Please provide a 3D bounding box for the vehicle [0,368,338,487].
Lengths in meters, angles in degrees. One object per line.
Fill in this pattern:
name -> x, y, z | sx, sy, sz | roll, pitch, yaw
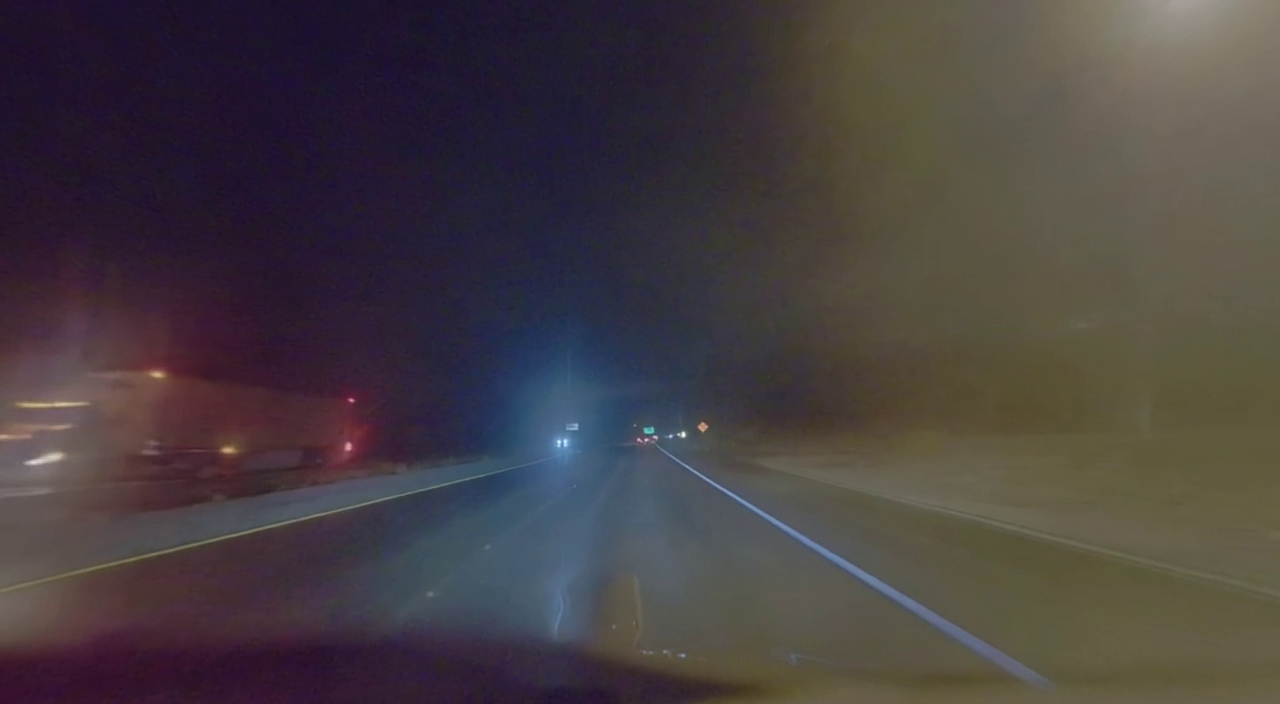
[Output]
vehicle -> -20.996, 3.823, 30.255 | 3.342, 3.886, 19.463 | -1, -8, 0
